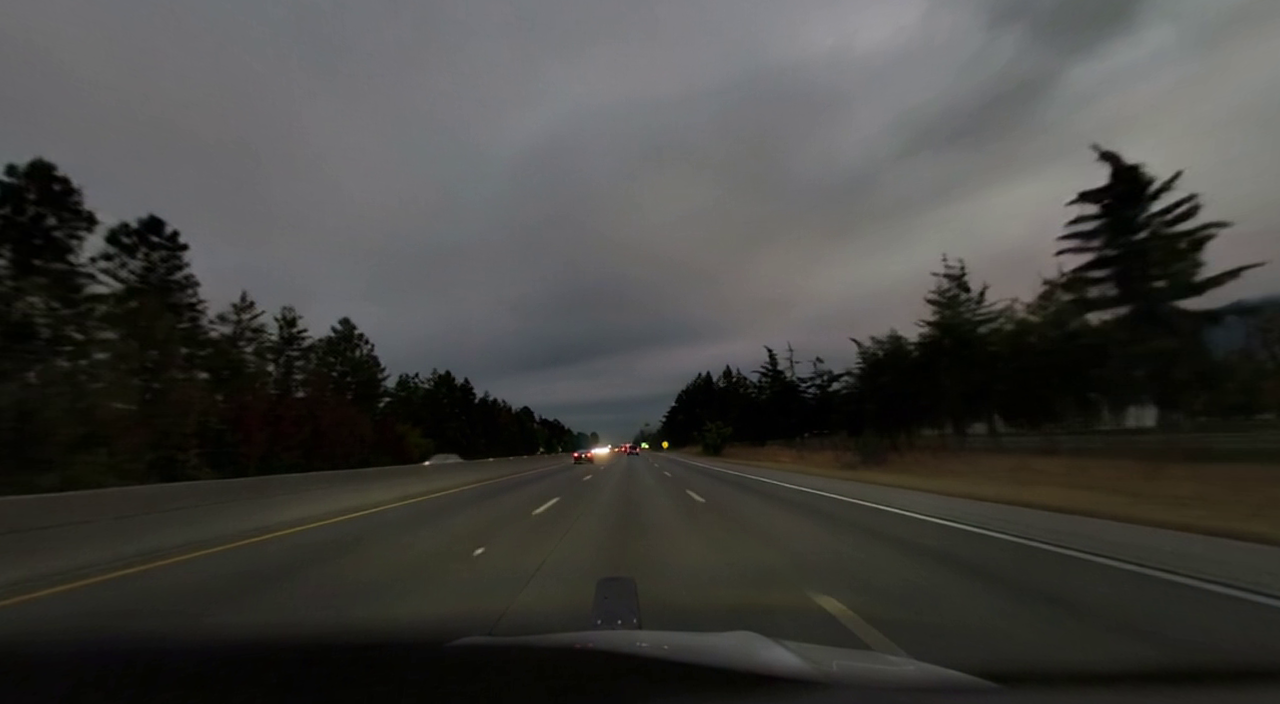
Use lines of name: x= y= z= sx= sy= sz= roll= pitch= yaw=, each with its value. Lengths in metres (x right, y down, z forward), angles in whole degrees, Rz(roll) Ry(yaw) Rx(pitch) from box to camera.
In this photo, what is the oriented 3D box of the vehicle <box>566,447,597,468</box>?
vehicle: x=-4.357 y=7.942 z=47.486 sx=1.970 sy=1.492 sz=3.944 roll=0 pitch=-9 yaw=0
